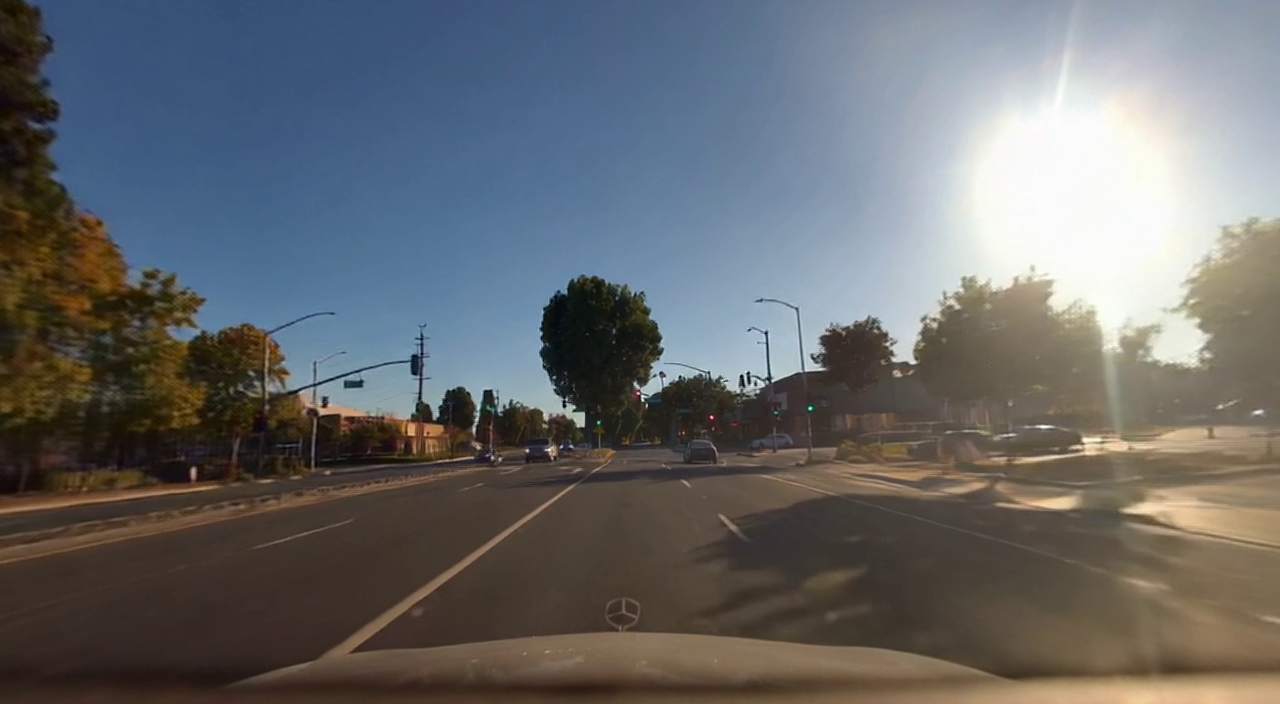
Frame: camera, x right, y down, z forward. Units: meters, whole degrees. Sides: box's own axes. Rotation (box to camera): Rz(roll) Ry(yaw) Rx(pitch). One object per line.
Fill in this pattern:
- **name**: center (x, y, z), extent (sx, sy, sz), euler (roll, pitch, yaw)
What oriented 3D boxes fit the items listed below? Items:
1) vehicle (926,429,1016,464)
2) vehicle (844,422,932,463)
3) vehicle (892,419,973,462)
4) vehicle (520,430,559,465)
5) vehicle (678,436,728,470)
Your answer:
- **vehicle**: center (14.944, 4.241, 28.501), extent (3.552, 1.484, 1.883), euler (4, -9, -29)
- **vehicle**: center (13.350, 4.837, 33.833), extent (5.115, 1.997, 2.279), euler (6, -11, -43)
- **vehicle**: center (14.780, 4.420, 31.776), extent (2.067, 1.818, 4.779), euler (-11, -11, 42)
- **vehicle**: center (-6.463, 6.089, 40.524), extent (2.270, 2.068, 5.517), euler (1, -8, -10)
- **vehicle**: center (3.037, 4.986, 31.395), extent (1.961, 1.580, 4.020), euler (0, -8, -2)
